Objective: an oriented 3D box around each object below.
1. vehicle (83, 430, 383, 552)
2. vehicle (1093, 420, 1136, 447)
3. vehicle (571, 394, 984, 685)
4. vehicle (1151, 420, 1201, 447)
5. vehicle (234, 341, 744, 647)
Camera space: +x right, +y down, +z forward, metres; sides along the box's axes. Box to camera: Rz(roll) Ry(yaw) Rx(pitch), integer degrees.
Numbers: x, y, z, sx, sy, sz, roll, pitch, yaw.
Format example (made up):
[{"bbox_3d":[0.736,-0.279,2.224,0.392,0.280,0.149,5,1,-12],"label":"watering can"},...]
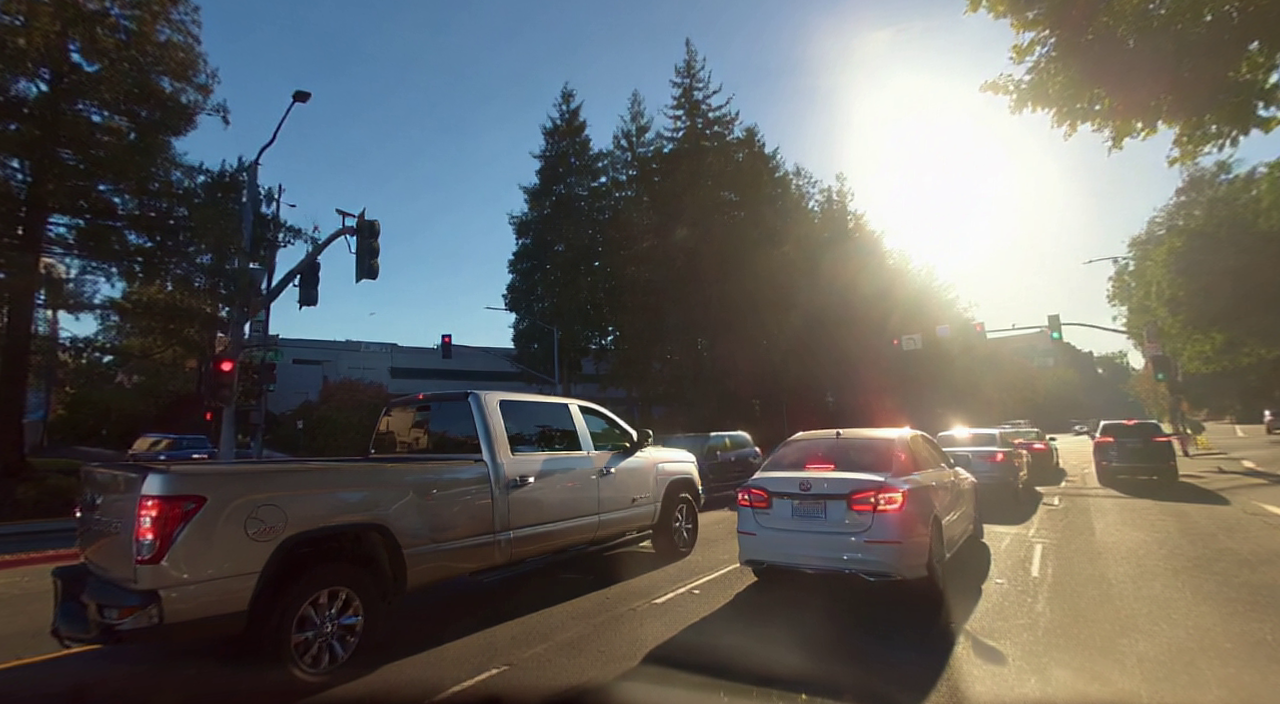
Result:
[{"bbox_3d":[-8.304,2.768,13.438,2.174,2.057,4.738,-6,-10,33],"label":"vehicle"},{"bbox_3d":[32.800,5.678,43.722,2.160,1.790,4.303,-6,-10,35],"label":"vehicle"},{"bbox_3d":[1.720,1.376,5.988,2.027,1.549,4.801,-6,-10,35],"label":"vehicle"},{"bbox_3d":[35.766,5.480,42.194,2.183,1.714,4.491,-7,-11,37],"label":"vehicle"},{"bbox_3d":[-0.877,1.400,7.465,2.272,2.016,6.146,-5,-10,27],"label":"vehicle"}]
